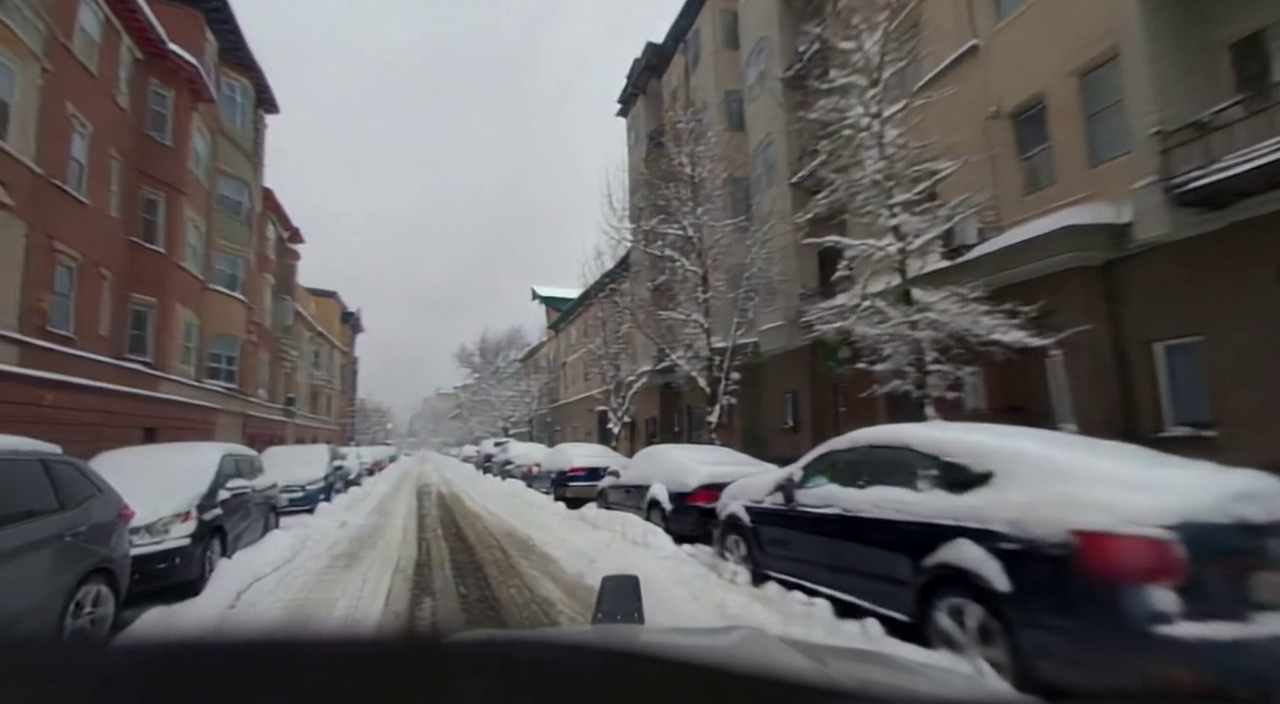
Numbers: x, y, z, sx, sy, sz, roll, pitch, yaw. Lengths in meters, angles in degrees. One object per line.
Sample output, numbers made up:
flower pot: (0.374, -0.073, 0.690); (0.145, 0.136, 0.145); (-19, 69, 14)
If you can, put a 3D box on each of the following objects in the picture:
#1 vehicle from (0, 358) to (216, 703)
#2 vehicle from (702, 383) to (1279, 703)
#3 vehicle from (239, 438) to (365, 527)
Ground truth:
vehicle: (-4.218, 1.049, 3.417); (2.100, 1.769, 4.544); (1, -8, -20)
vehicle: (2.373, 1.307, 4.742); (2.025, 1.631, 4.679); (5, -9, -18)
vehicle: (-8.381, 3.151, 16.077); (2.081, 1.679, 4.506); (0, -6, -19)
